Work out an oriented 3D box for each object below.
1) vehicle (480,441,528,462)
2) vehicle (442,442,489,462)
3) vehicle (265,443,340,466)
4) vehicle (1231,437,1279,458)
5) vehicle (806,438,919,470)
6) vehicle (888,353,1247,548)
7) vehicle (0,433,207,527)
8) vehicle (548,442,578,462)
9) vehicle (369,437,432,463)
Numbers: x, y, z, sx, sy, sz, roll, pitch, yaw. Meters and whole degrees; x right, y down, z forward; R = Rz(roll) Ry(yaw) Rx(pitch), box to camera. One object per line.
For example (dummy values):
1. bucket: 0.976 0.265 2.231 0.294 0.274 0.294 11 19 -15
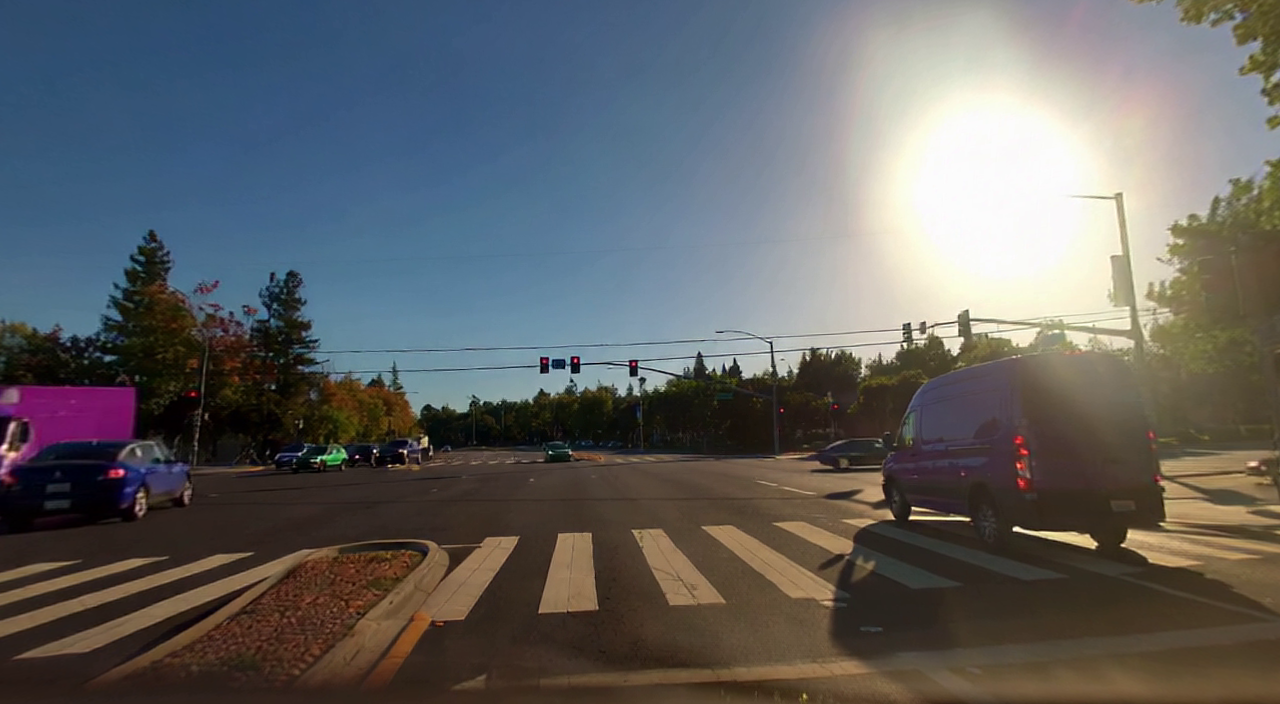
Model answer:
1. vehicle: -10.109 7.469 47.410 2.097 1.484 4.596 -1 -9 7
2. vehicle: -13.145 7.591 47.860 1.845 1.426 4.289 -1 -9 8
3. vehicle: -21.803 6.647 41.019 1.859 1.415 4.591 -1 -9 8
4. vehicle: 45.922 7.036 46.610 4.458 1.469 1.851 4 -10 -27
5. vehicle: 10.956 5.059 31.451 4.846 1.487 2.086 -1 -9 4
6. vehicle: 6.556 1.650 10.872 2.332 2.511 5.326 0 -9 0
7. vehicle: -10.393 2.407 12.494 1.993 1.496 4.524 3 -9 -22
8. vehicle: -5.777 7.554 47.934 1.907 1.409 3.909 0 -9 -2
9. vehicle: -17.345 7.155 46.016 2.189 1.753 4.785 -1 -9 8
